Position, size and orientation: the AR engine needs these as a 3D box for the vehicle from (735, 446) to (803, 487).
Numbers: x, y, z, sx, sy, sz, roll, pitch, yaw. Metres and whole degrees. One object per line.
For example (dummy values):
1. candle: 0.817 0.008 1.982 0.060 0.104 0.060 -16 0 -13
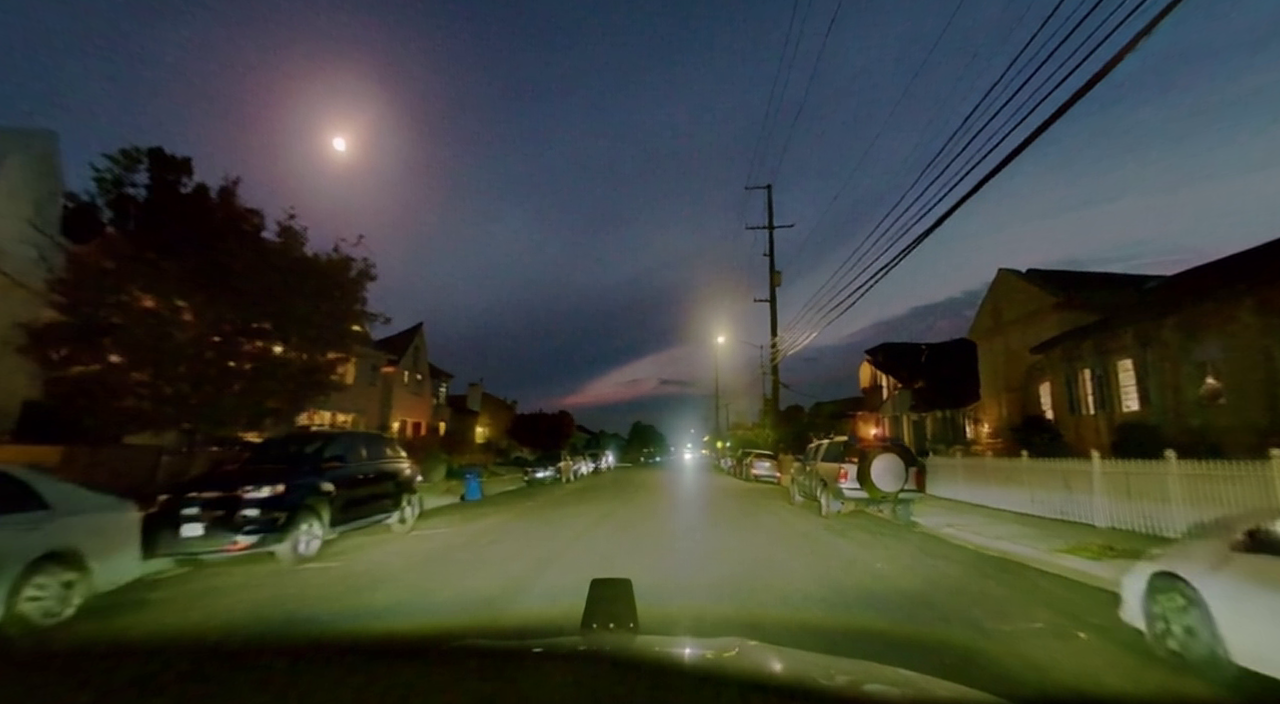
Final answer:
1. vehicle: 6.520 5.803 32.671 2.462 1.894 6.076 0 -8 2

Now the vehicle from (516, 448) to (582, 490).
1. vehicle: -3.837 5.036 27.615 1.971 1.648 4.638 -1 -8 3

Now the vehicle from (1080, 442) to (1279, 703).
1. vehicle: 4.357 1.128 2.589 1.973 1.517 4.604 -1 -8 3

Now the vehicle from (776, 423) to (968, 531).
1. vehicle: 5.136 2.853 15.210 2.547 2.075 5.693 0 -8 1

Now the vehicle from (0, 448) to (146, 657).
1. vehicle: -5.497 1.230 3.397 1.823 1.427 4.407 -3 -11 6

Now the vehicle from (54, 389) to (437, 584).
1. vehicle: -5.026 1.876 9.238 2.194 1.995 4.814 -3 -10 5
